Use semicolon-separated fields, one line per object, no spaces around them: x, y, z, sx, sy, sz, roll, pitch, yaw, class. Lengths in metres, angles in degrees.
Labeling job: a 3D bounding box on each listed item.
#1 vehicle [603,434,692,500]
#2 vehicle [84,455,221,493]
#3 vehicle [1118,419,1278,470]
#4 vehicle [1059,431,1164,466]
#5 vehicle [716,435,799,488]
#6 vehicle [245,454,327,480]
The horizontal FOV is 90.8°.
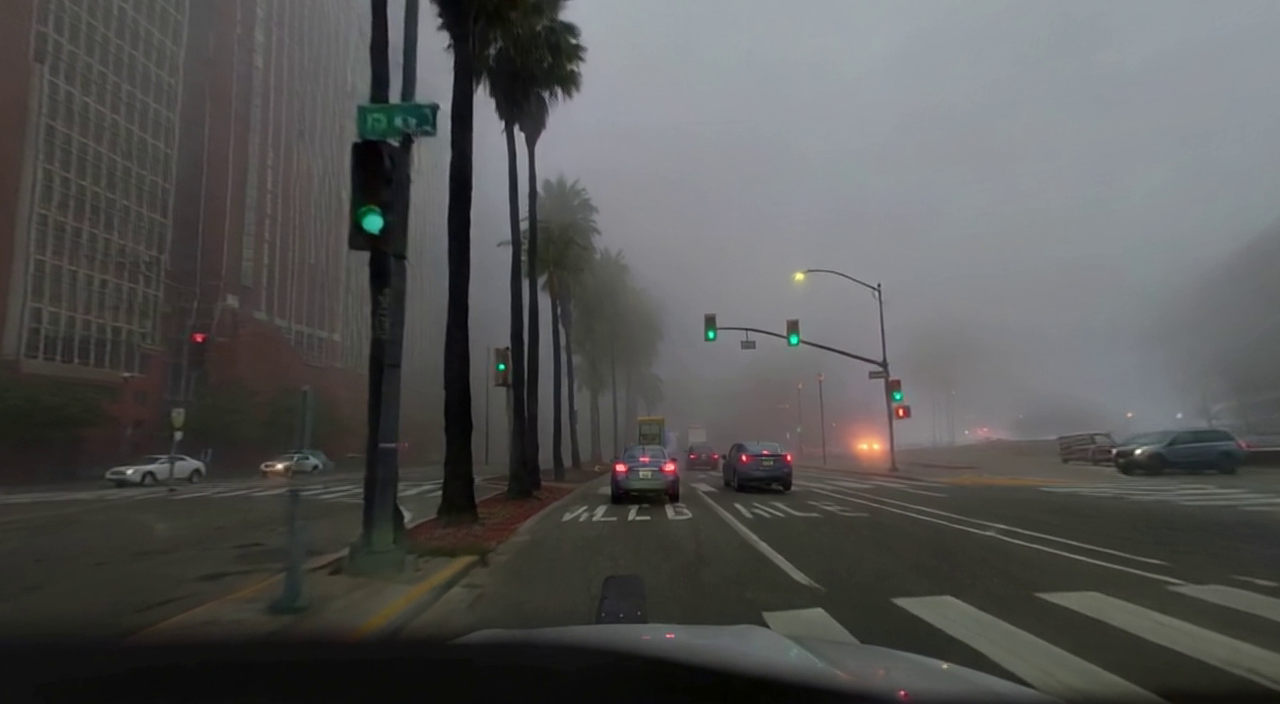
0.208;2.940;16.503;2.048;1.503;3.681;-1;-9;1;vehicle
-21.607;5.376;28.275;1.844;1.478;4.618;-2;-9;13;vehicle
20.425;3.446;23.469;1.959;1.674;4.706;-1;-9;6;vehicle
21.506;4.437;29.102;1.852;1.455;4.673;-2;-9;9;vehicle
3.583;3.399;19.904;1.909;1.500;3.524;0;-9;0;vehicle
-22.127;7.190;39.760;1.809;1.472;4.601;-2;-9;13;vehicle
